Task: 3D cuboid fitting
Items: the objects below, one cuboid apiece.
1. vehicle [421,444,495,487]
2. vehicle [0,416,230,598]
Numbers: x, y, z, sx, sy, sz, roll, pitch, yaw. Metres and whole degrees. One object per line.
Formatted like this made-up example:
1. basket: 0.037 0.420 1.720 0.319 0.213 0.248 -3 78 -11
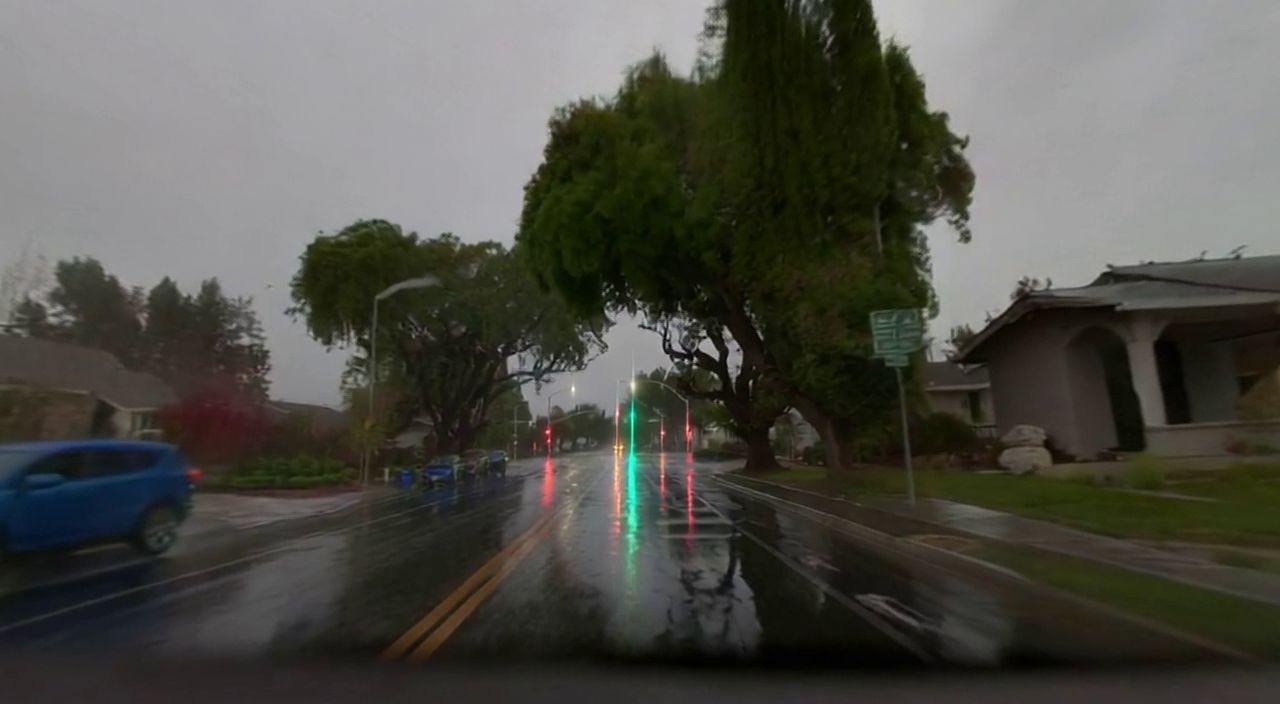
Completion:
1. vehicle: -8.293 5.163 29.203 2.130 1.692 4.544 -2 -8 0
2. vehicle: -7.614 1.826 7.860 2.209 1.807 4.432 -2 -8 -3
